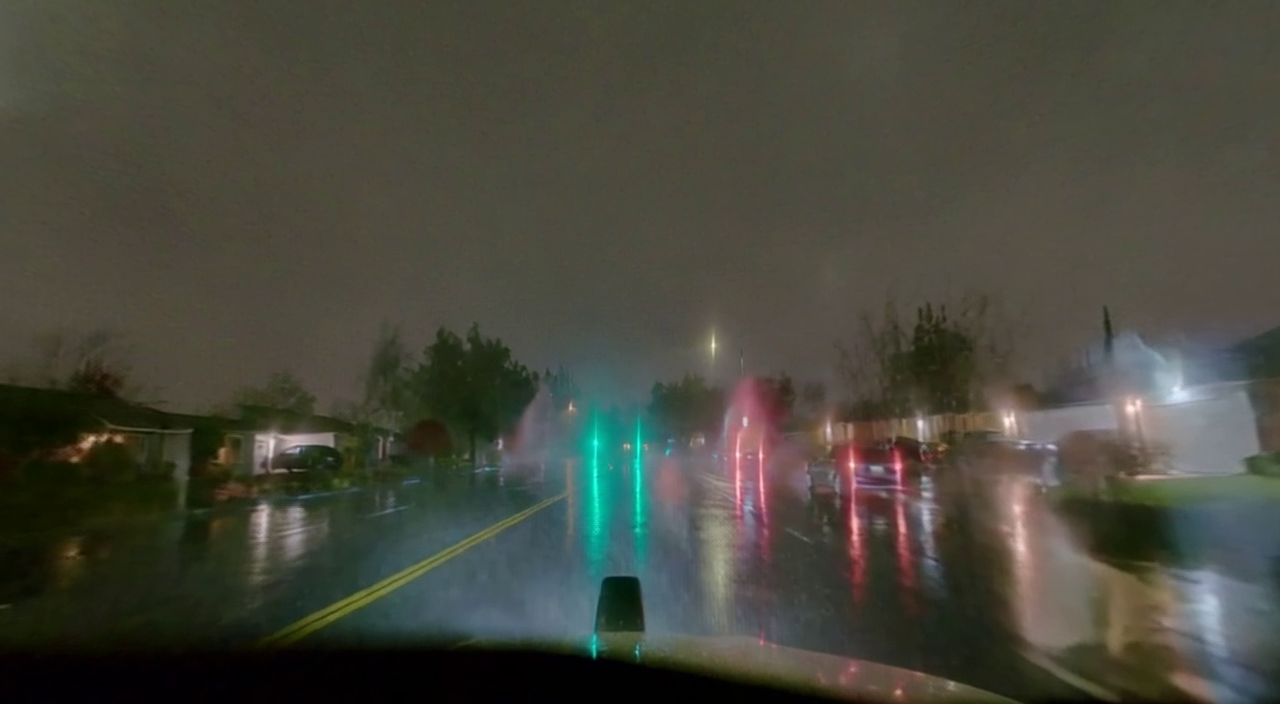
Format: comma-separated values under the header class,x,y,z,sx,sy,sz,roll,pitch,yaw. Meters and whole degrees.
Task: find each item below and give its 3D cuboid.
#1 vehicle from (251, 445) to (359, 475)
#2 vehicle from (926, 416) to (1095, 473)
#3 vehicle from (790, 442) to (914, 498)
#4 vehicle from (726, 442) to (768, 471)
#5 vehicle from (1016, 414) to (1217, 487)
class,x,y,z,sx,sy,sz,roll,pitch,yaw
vehicle,-21.214,6.850,40.200,5.659,1.769,2.073,0,-8,-2
vehicle,14.990,3.798,25.863,5.355,1.853,2.257,-4,-9,1
vehicle,6.485,3.637,20.056,2.042,1.511,5.029,0,-8,-2
vehicle,6.840,6.749,40.967,1.996,1.745,4.556,-1,-9,1
vehicle,13.336,2.823,18.193,1.978,1.738,4.734,-2,-9,-1
